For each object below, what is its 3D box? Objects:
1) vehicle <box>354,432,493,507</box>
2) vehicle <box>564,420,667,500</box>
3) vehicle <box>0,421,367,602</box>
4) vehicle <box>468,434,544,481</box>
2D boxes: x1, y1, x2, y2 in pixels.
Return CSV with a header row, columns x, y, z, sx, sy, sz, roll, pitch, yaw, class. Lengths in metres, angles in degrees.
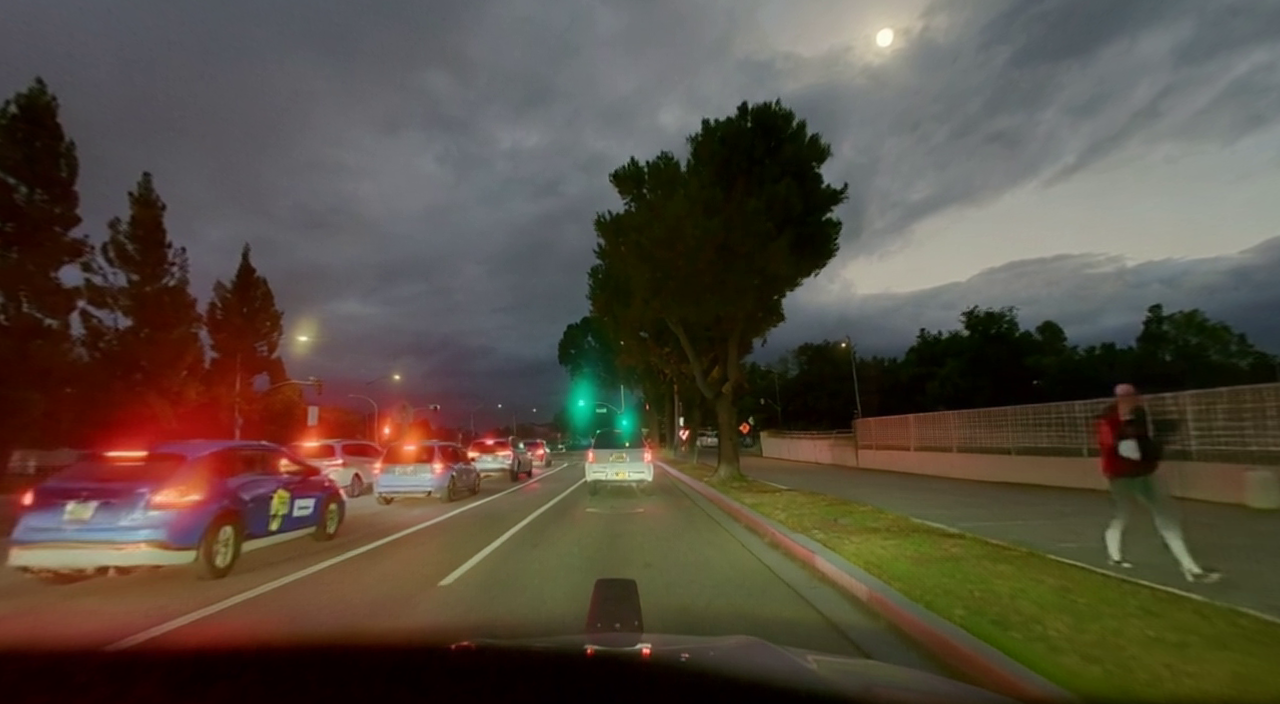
x,y,z,sx,sy,sz,roll,pitch,yaw,class
-5.477,3.024,16.723,2.010,1.674,4.484,0,-9,1,vehicle
-0.642,2.824,16.806,2.368,1.829,4.293,0,-9,-2,vehicle
-5.336,1.760,7.845,2.069,1.616,4.108,0,-9,-1,vehicle
-5.509,4.421,26.711,2.188,1.774,4.477,0,-9,1,vehicle
